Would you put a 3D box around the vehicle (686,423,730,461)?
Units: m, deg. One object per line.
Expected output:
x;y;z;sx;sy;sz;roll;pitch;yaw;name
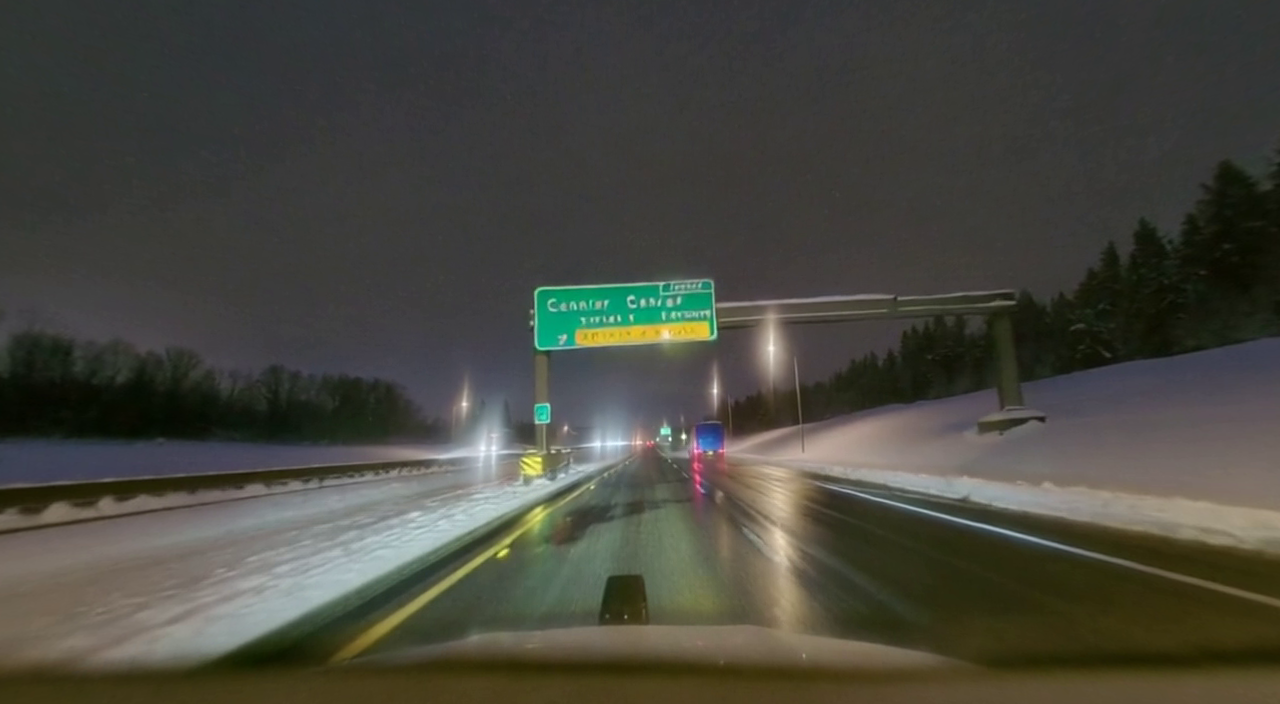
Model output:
4.690;6.334;44.257;2.430;2.495;6.062;0;-8;0;vehicle
